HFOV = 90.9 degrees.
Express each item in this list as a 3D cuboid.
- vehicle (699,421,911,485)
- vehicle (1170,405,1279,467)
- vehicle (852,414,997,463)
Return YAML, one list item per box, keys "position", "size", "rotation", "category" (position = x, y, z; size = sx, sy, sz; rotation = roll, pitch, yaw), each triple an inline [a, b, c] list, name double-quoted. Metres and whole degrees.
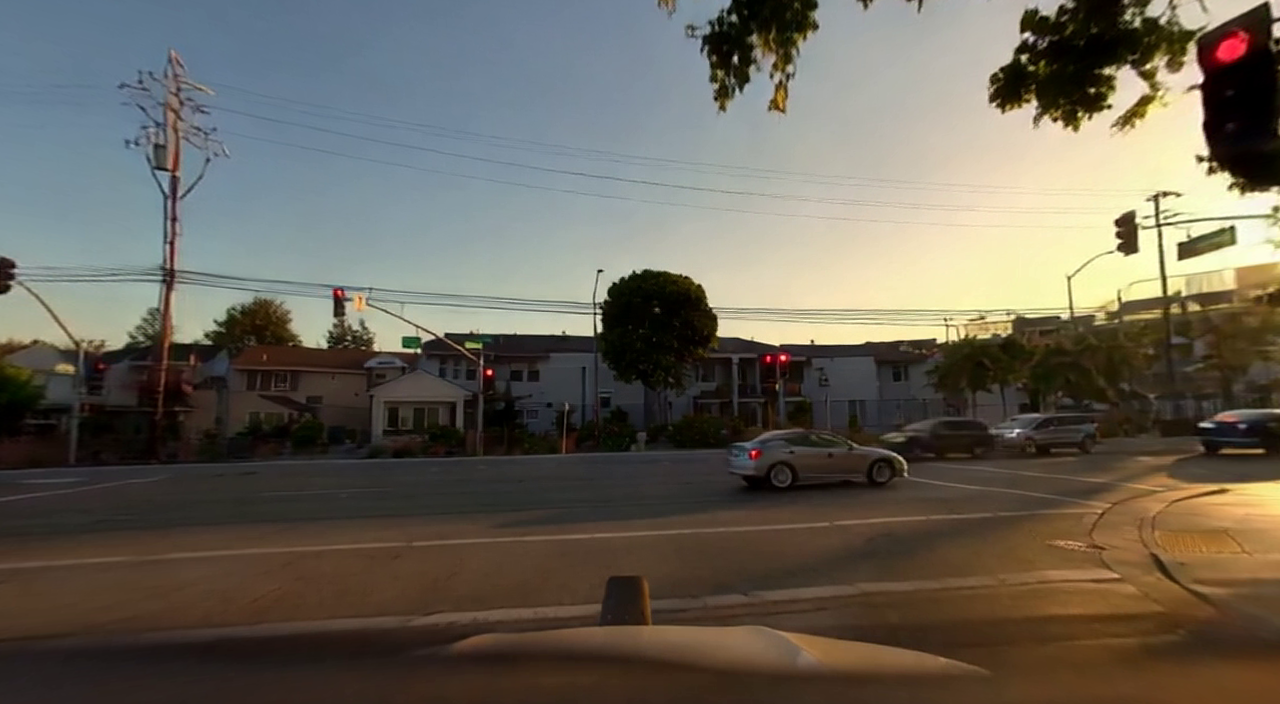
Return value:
- position: [4.041, 2.502, 15.814]
  size: [4.757, 1.442, 1.858]
  rotation: [1, -9, -10]
  category: "vehicle"
- position: [18.342, 2.432, 18.233]
  size: [4.636, 1.668, 1.935]
  rotation: [1, -9, -10]
  category: "vehicle"
- position: [11.315, 3.448, 25.161]
  size: [4.966, 1.806, 2.007]
  rotation: [2, -9, -13]
  category: "vehicle"
